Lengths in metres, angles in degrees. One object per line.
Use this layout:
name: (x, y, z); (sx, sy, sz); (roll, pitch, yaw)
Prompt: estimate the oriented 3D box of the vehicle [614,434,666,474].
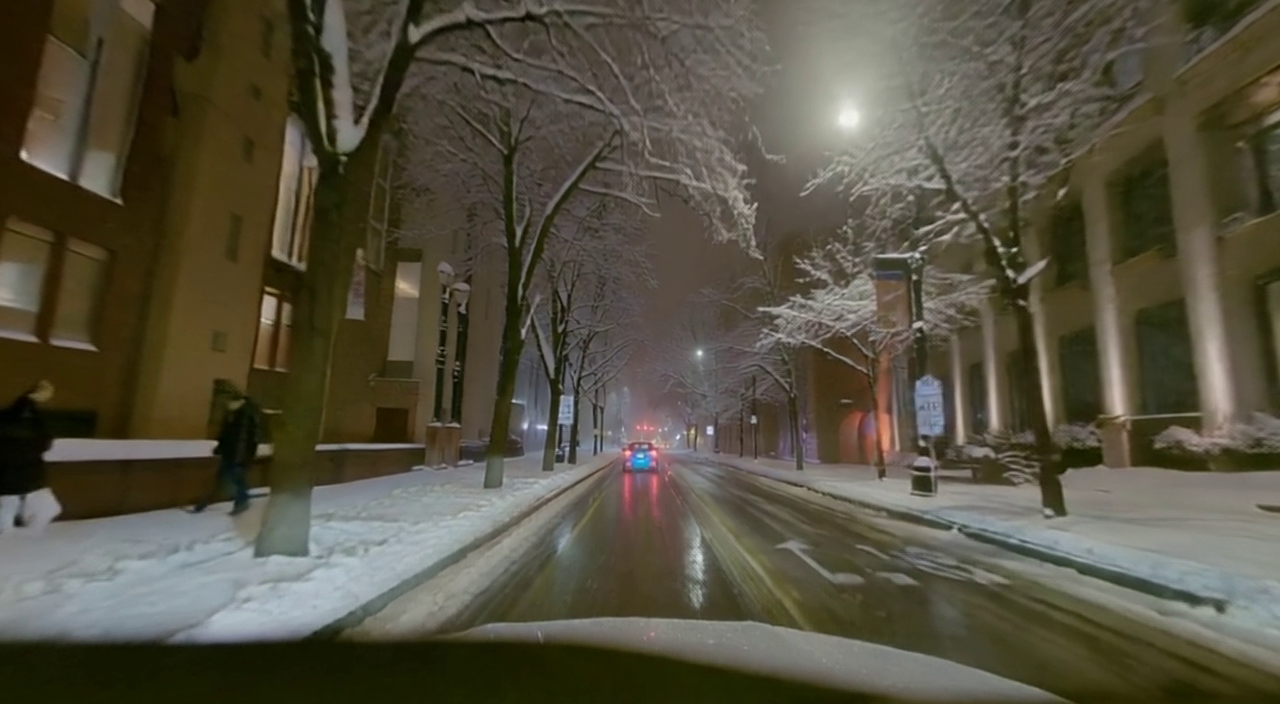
vehicle: (-0.032, 4.413, 27.552); (2.079, 1.621, 3.861); (0, -8, -1)
